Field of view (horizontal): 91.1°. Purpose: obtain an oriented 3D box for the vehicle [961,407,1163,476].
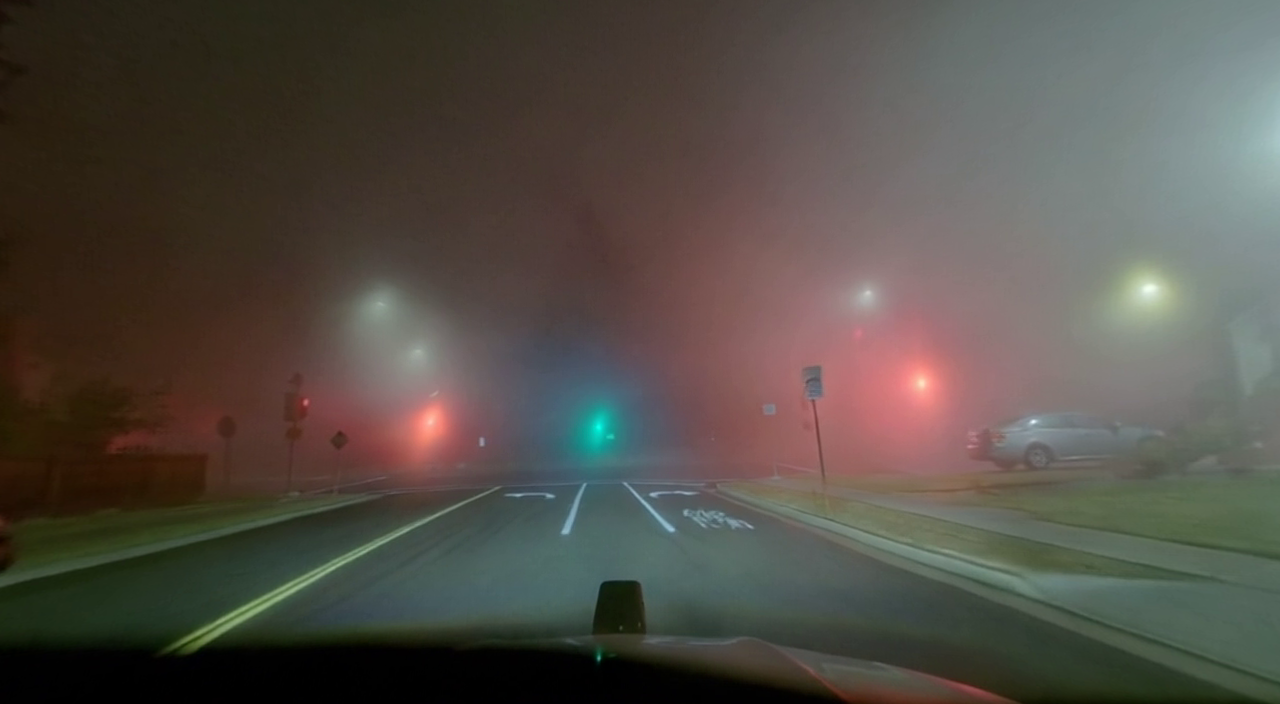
[{"bbox_3d":[12.598,2.731,19.007,4.562,1.850,2.130,1,-9,-2],"label":"vehicle"}]
